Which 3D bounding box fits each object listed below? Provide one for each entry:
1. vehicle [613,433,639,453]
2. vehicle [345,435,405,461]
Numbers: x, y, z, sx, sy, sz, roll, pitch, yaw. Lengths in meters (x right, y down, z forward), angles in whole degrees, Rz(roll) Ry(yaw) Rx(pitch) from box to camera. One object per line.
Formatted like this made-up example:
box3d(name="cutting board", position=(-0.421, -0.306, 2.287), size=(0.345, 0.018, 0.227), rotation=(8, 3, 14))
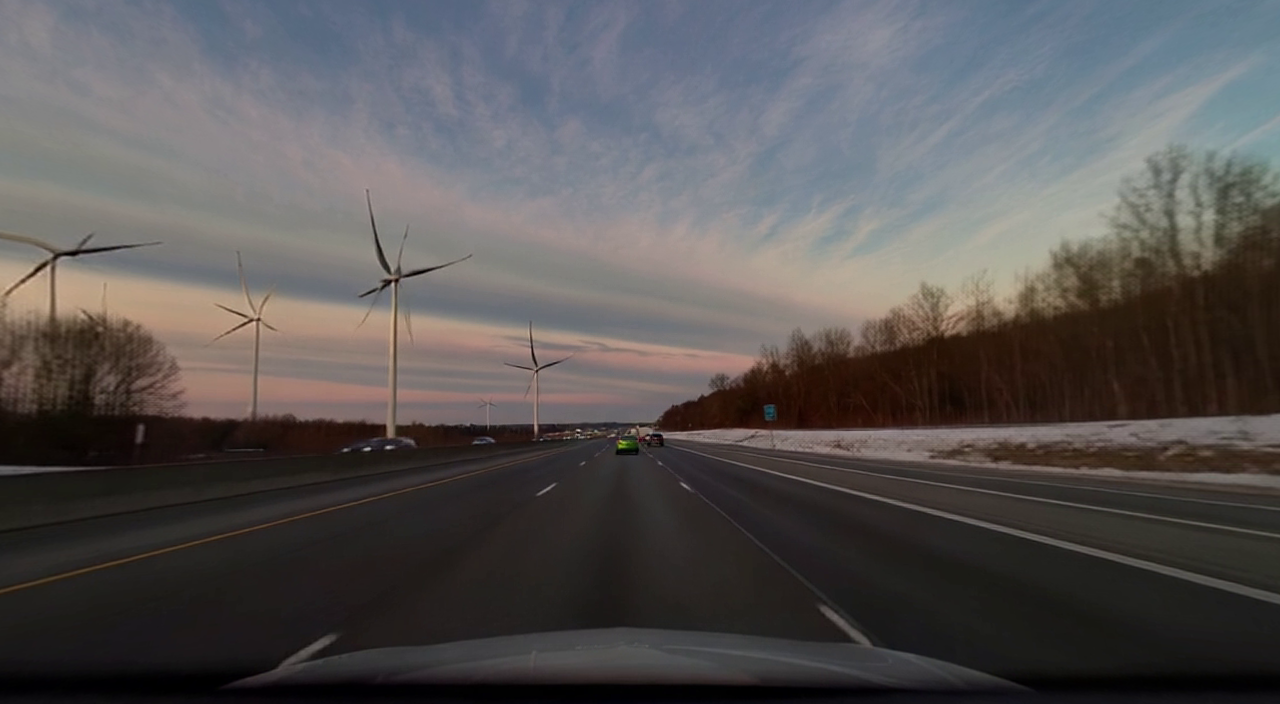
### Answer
box3d(name="vehicle", position=(-1.082, 7.054, 48.805), size=(1.892, 1.496, 3.575), rotation=(0, -8, -2))
box3d(name="vehicle", position=(-16.810, 6.075, 40.113), size=(1.900, 1.576, 4.554), rotation=(0, -8, -1))
